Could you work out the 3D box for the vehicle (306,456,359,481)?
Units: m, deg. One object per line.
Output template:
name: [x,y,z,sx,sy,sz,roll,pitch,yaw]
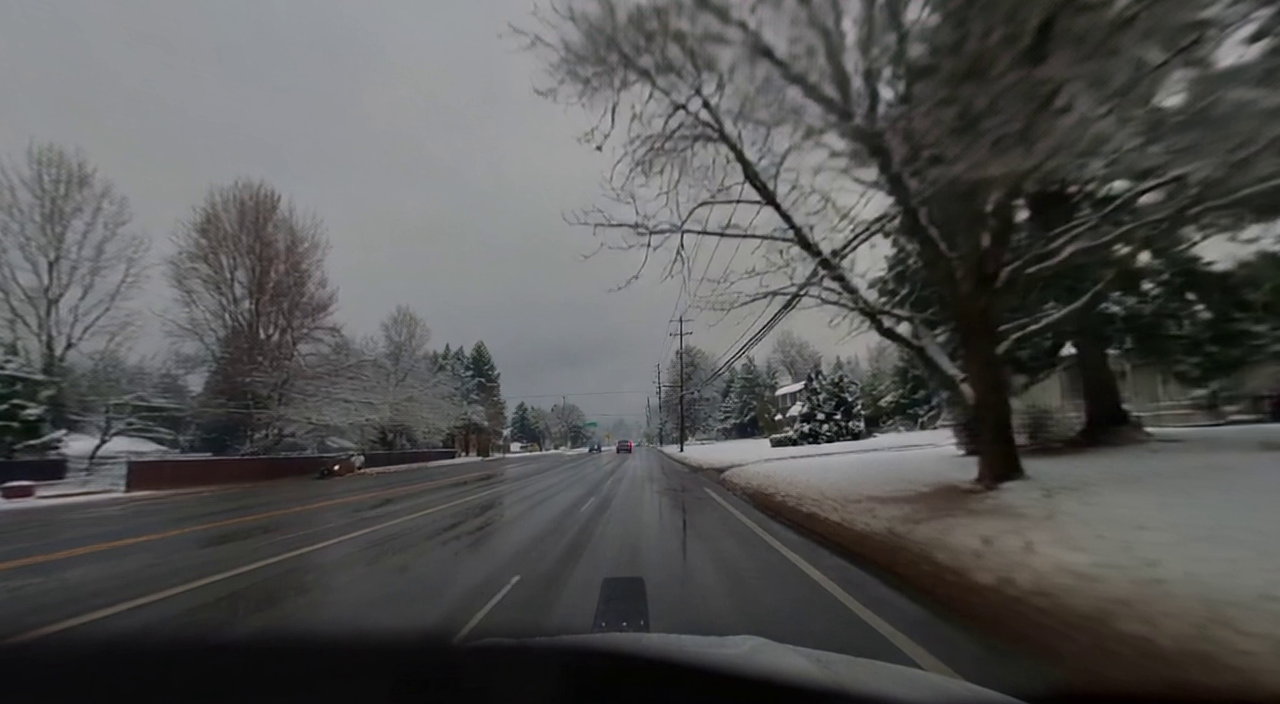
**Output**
vehicle: [-20.922,7.899,43.074,1.854,1.504,4.436,1,-8,-7]
